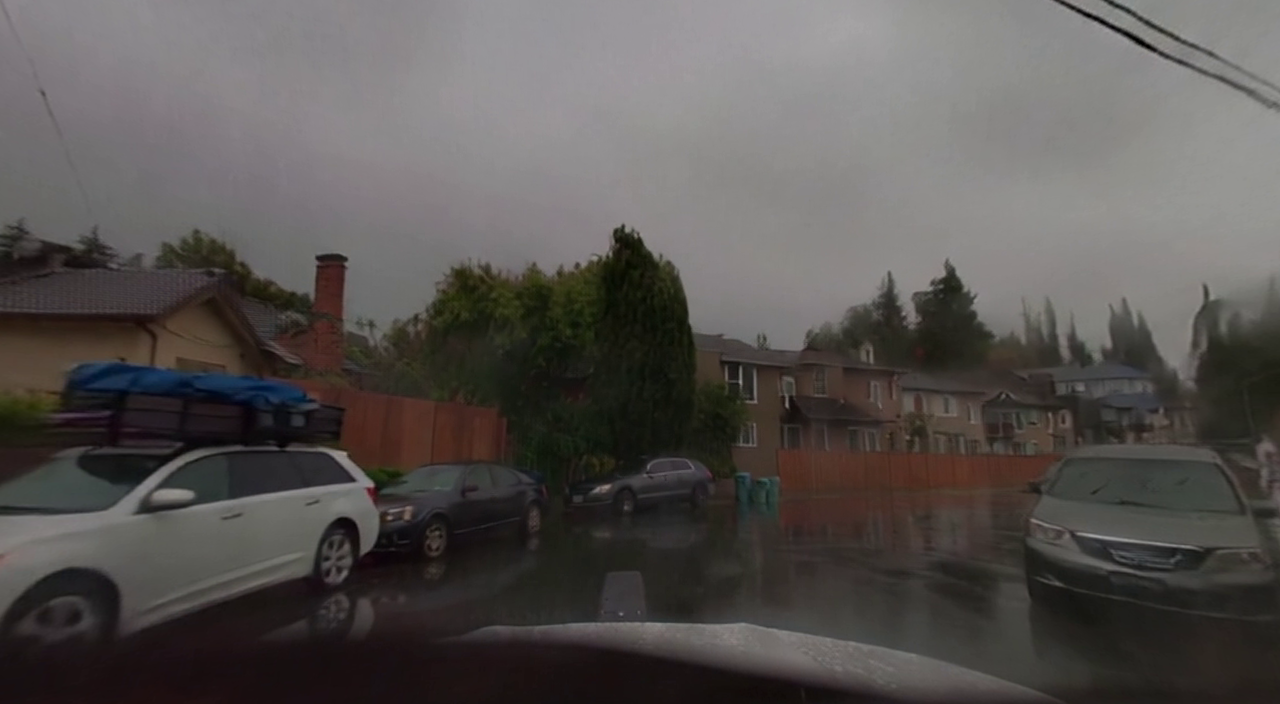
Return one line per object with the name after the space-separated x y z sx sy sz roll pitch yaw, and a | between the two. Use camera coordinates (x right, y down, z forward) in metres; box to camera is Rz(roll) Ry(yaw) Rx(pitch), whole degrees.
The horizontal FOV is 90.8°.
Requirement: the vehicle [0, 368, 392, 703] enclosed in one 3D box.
-4.124 1.352 4.901 2.247 1.702 5.043 -5 -10 2 | vehicle

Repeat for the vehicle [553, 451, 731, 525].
0.141 3.370 16.235 4.217 1.547 2.082 7 -11 -40 | vehicle

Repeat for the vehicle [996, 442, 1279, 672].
5.459 1.682 6.384 2.054 1.509 4.671 -8 -11 43 | vehicle

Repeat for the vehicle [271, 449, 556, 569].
-3.328 2.478 10.506 1.943 1.475 4.701 -6 -12 17 | vehicle
